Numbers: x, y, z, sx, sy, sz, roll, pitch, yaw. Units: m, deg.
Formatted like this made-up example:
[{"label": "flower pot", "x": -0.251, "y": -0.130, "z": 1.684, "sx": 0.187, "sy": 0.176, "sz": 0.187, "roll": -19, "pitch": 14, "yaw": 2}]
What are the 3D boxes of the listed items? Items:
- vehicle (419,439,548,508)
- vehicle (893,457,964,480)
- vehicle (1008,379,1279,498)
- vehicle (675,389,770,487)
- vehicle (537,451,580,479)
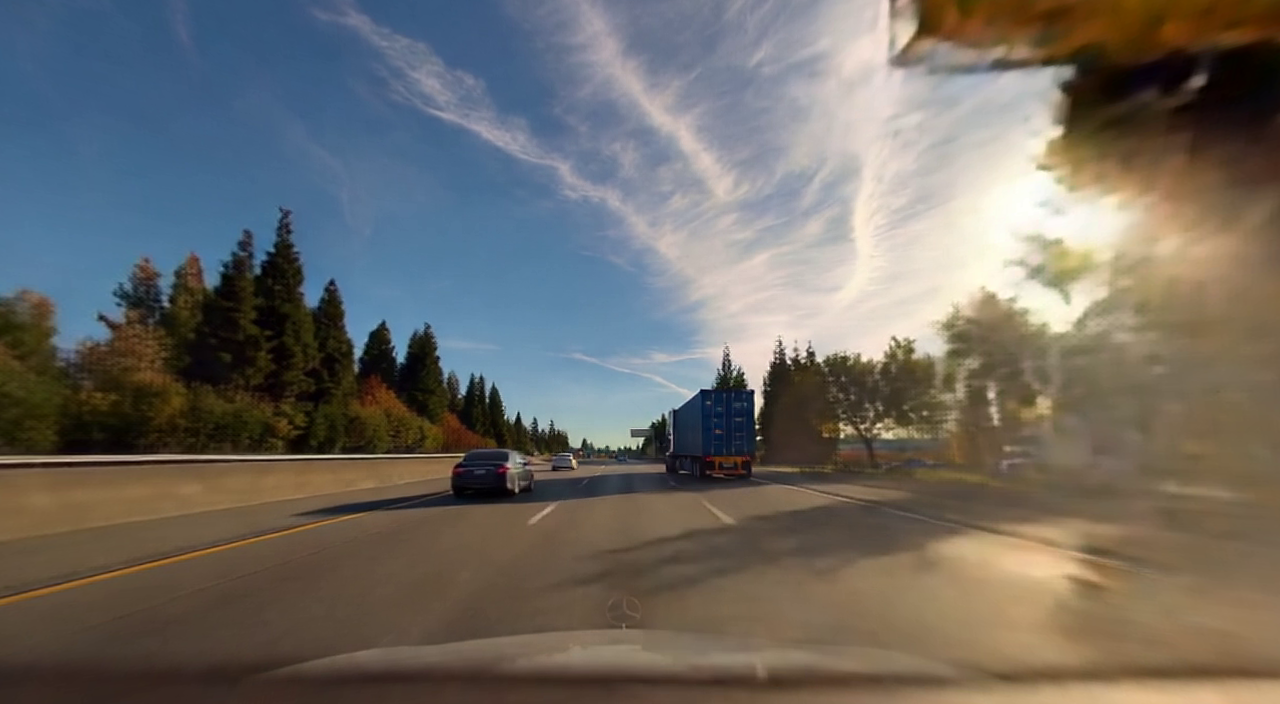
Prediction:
[{"label": "vehicle", "x": -4.196, "y": 3.371, "z": 17.973, "sx": 2.370, "sy": 1.647, "sz": 5.091, "roll": 0, "pitch": -9, "yaw": 0}, {"label": "vehicle", "x": 19.667, "y": 7.958, "z": 43.250, "sx": 1.989, "sy": 1.430, "sz": 4.811, "roll": 2, "pitch": -9, "yaw": -10}, {"label": "vehicle", "x": 23.997, "y": 3.657, "z": 26.167, "sx": 3.081, "sy": 4.331, "sz": 17.117, "roll": 3, "pitch": -10, "yaw": -17}, {"label": "vehicle", "x": 3.772, "y": 4.590, "z": 32.710, "sx": 2.821, "sy": 4.046, "sz": 12.876, "roll": 0, "pitch": -9, "yaw": -2}, {"label": "vehicle", "x": -4.698, "y": 6.559, "z": 36.803, "sx": 2.063, "sy": 1.532, "sz": 3.763, "roll": 0, "pitch": -9, "yaw": -1}]
